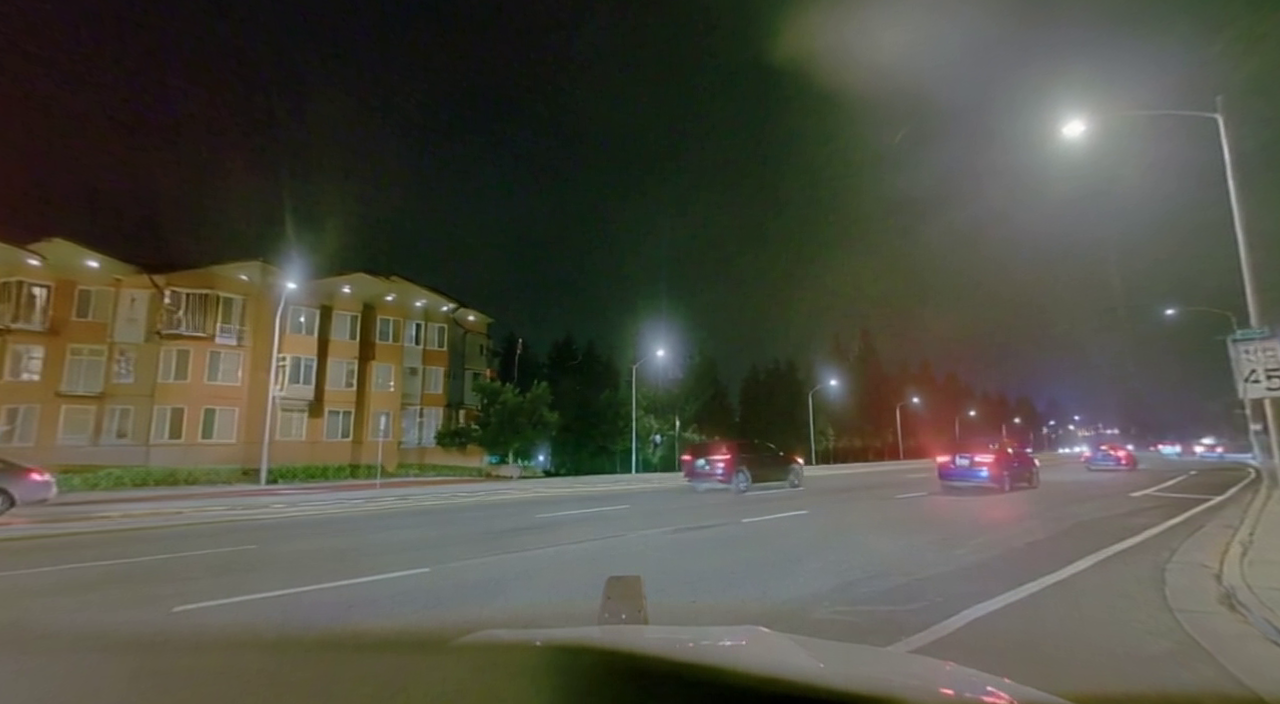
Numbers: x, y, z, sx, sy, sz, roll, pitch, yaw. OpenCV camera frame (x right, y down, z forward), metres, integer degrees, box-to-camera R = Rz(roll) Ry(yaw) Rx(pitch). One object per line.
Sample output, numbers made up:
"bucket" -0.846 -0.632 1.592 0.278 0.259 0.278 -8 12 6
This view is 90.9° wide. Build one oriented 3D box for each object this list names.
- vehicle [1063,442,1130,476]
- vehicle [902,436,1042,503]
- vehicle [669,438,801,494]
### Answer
"vehicle" 23.380 5.426 32.231 2.033 1.625 4.438 -8 -12 43
"vehicle" 9.631 3.273 18.095 2.199 1.652 4.783 -8 -12 43
"vehicle" 3.335 3.802 21.492 1.989 1.662 4.846 -8 -12 43
